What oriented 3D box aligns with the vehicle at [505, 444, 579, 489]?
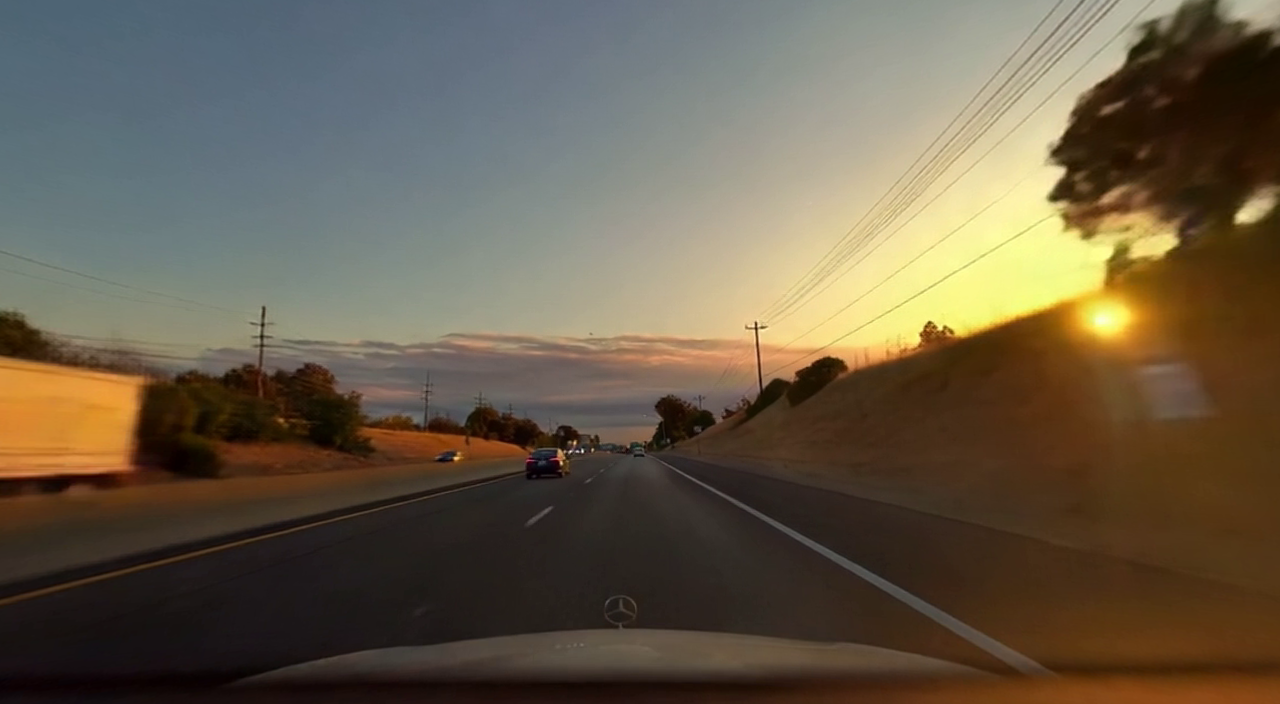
[{"bbox_3d":[-3.656,4.361,24.185,2.123,1.545,4.404,0,-9,0],"label":"vehicle"}]
